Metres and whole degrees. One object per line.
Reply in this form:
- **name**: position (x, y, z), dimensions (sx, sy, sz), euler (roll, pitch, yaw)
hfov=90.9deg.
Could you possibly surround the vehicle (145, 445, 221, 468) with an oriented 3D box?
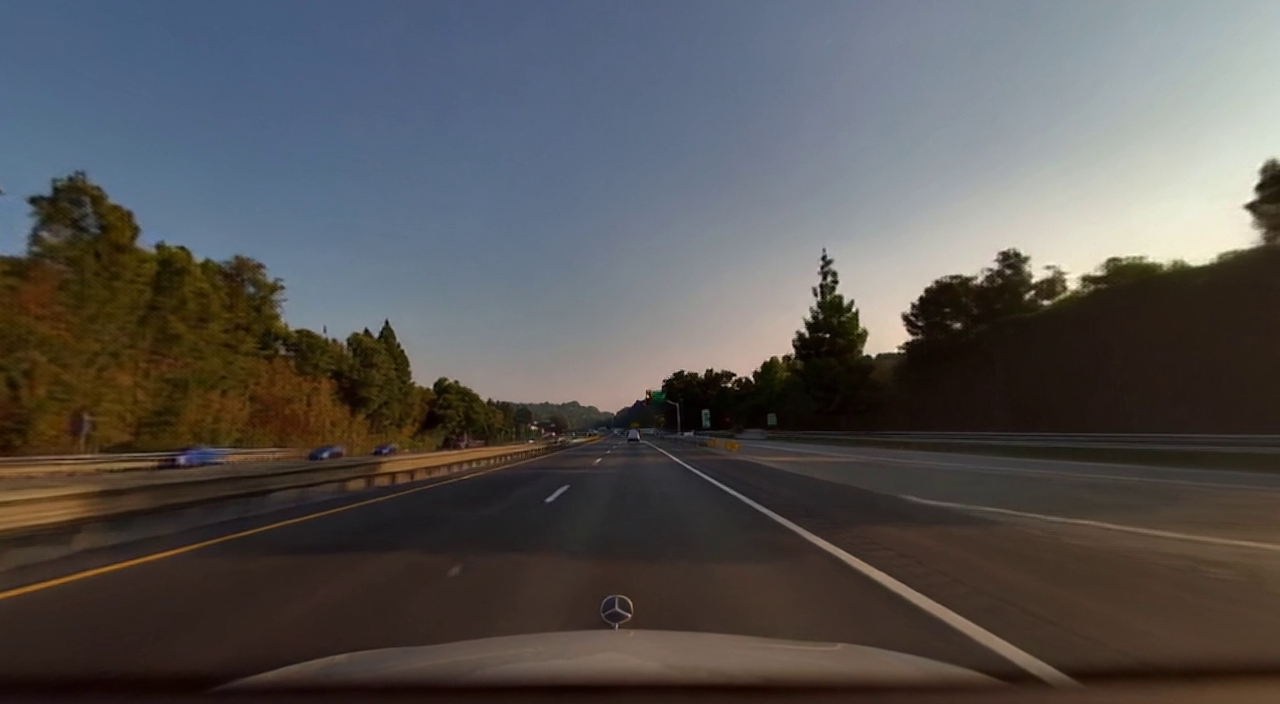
- **vehicle**: position (-32.989, 7.566, 45.662), dimensions (1.861, 1.498, 4.712), euler (0, -8, 1)
